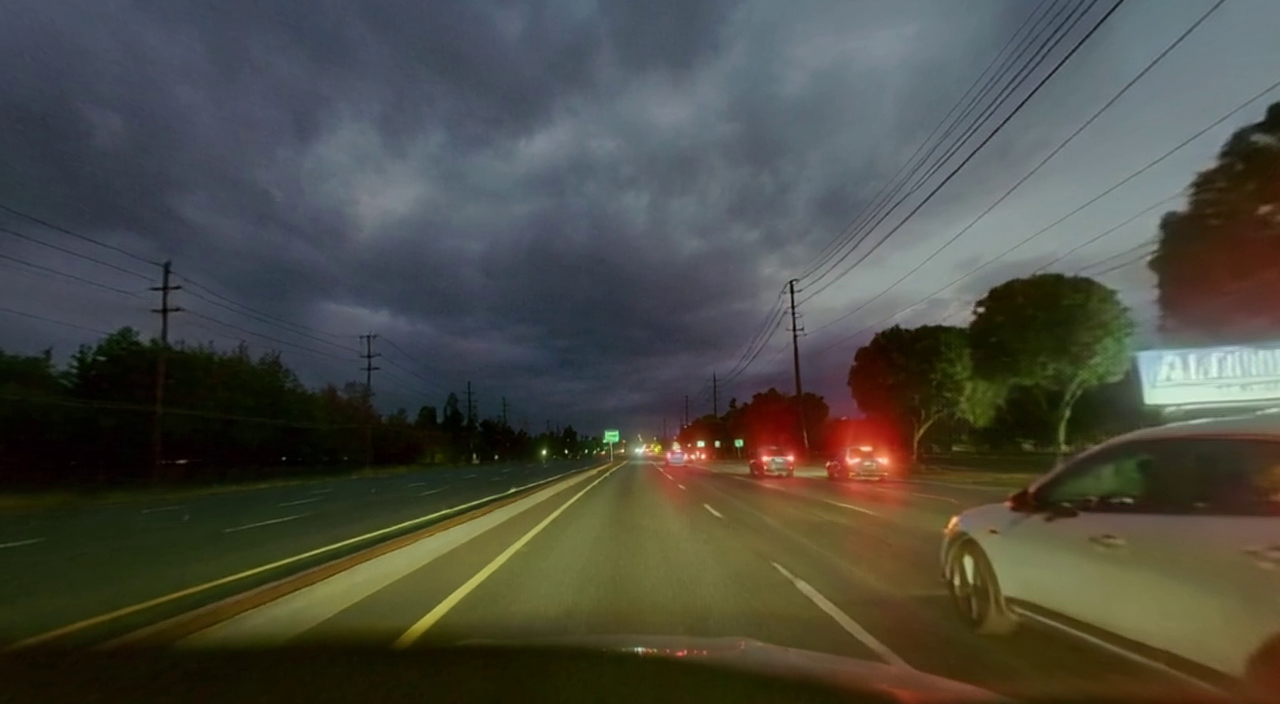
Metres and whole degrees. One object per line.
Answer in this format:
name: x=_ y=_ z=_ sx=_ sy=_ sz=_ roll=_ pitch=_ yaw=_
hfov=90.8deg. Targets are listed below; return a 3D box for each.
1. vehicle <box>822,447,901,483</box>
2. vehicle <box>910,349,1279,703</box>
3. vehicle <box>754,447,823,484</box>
vehicle: x=9.935 y=5.055 z=28.733 sx=1.874 sy=1.482 sz=4.545 roll=0 pitch=-8 yaw=-1
vehicle: x=3.259 y=0.958 z=3.046 sx=2.078 sy=1.668 sz=4.078 roll=0 pitch=-8 yaw=0
vehicle: x=6.358 y=4.884 z=27.530 sx=1.882 sy=1.476 sz=4.344 roll=0 pitch=-8 yaw=-1
